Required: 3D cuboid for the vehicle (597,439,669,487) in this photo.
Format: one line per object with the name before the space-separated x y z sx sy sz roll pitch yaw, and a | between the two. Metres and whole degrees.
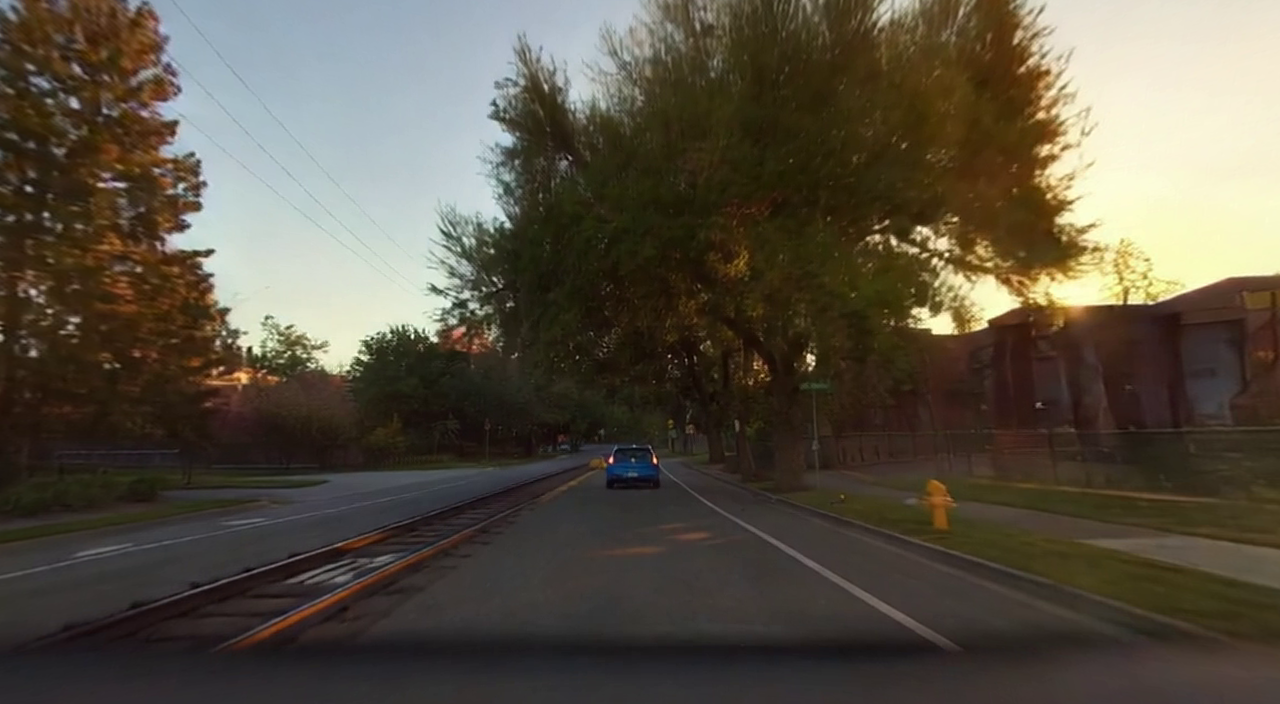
vehicle | -0.217 3.867 22.418 2.295 1.510 4.364 0 -8 0
